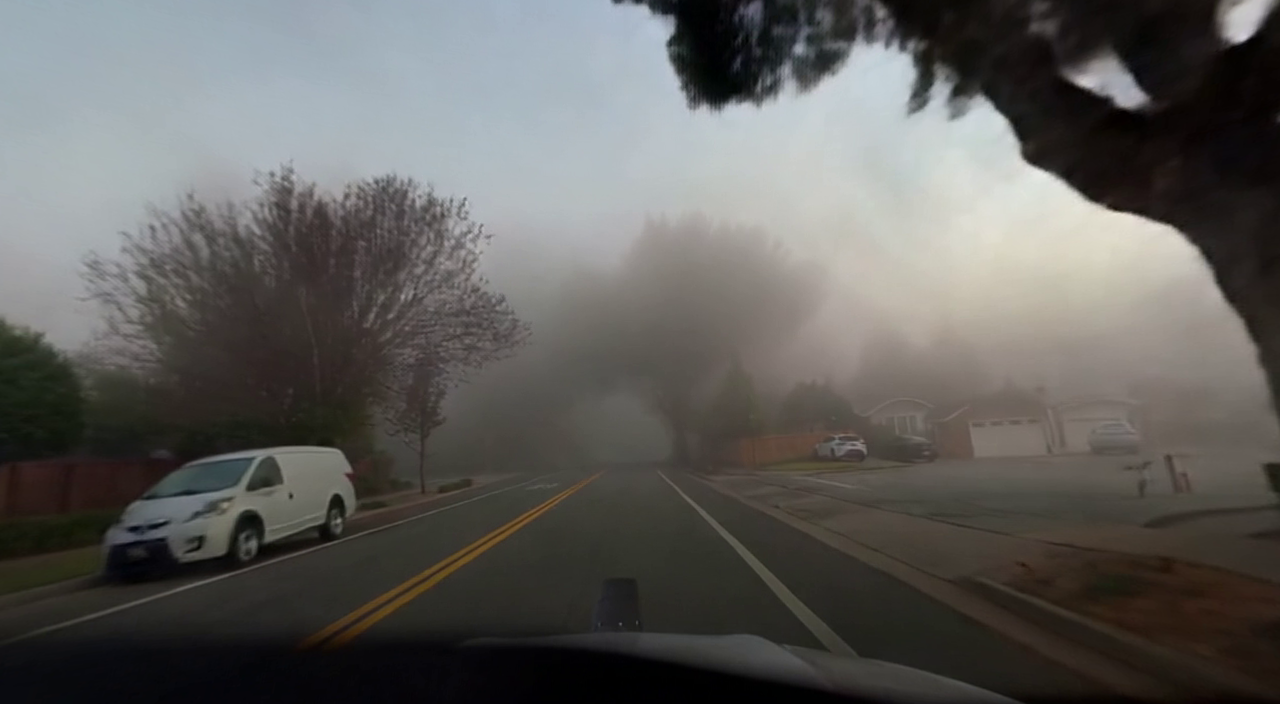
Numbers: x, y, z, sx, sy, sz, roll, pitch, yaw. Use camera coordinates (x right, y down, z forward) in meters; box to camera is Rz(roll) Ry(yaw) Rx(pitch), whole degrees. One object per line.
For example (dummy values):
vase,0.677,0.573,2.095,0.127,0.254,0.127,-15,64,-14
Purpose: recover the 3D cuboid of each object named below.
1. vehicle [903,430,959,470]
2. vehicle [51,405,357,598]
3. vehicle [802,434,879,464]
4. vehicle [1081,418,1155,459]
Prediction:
vehicle,13.849,4.638,29.909,1.860,1.697,4.292,-5,-10,30
vehicle,-6.793,2.334,10.621,2.057,2.317,4.386,-6,-10,-1
vehicle,9.419,4.621,30.094,1.922,1.263,4.664,0,-9,-3
vehicle,21.831,3.982,29.020,1.956,1.632,3.922,-9,-11,27
